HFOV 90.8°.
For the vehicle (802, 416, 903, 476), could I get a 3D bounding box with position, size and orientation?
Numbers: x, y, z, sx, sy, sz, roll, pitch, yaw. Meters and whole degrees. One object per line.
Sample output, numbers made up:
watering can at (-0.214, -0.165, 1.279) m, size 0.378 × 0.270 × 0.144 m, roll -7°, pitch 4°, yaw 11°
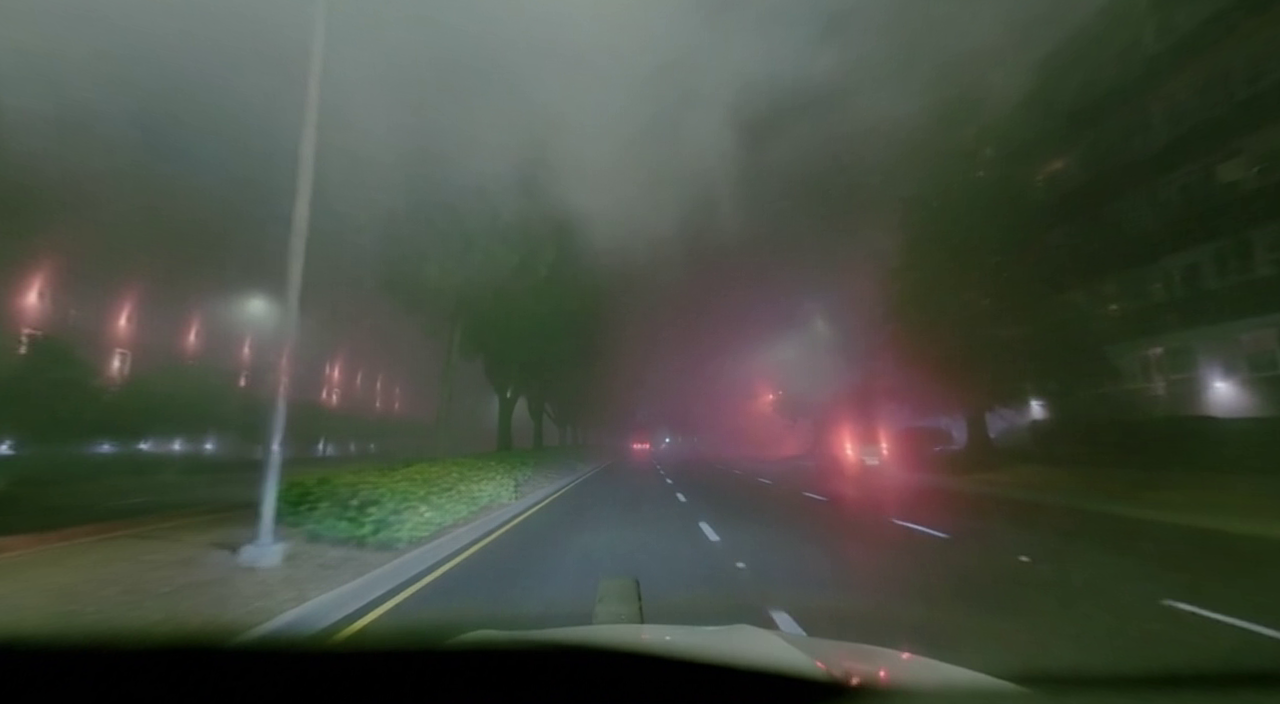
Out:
vehicle at (9.836, 4.466, 29.953) m, size 2.456 × 2.534 × 5.930 m, roll 1°, pitch -8°, yaw -3°
